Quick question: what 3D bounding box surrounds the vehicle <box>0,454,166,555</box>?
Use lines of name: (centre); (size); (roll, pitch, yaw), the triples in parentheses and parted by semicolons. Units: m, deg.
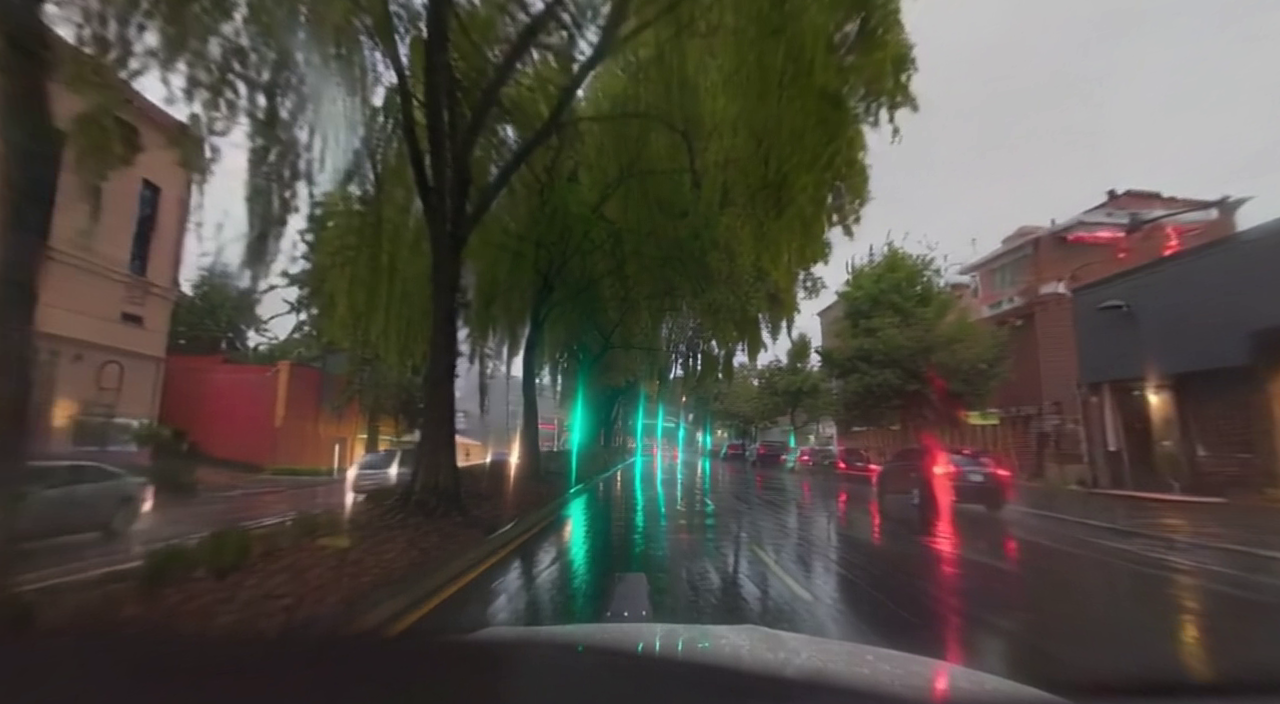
vehicle: (-10.768, 2.517, 10.642); (1.890, 1.482, 4.411); (-1, -8, 4)

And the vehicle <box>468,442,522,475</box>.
vehicle: (-8.285, 6.095, 36.379); (1.977, 1.714, 4.467); (0, -8, 1)

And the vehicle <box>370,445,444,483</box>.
vehicle: (-11.540, 5.546, 31.562); (1.910, 1.705, 4.399); (0, -8, 1)

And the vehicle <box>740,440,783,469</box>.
vehicle: (7.762, 6.572, 40.655); (1.891, 1.711, 4.173); (0, -8, -1)

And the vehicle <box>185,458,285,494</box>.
vehicle: (-19.782, 6.048, 30.928); (3.665, 1.559, 1.782); (2, -9, -16)

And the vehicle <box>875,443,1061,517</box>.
vehicle: (7.298, 2.848, 14.671); (1.874, 1.438, 4.466); (0, -8, -1)

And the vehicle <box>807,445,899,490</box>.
vehicle: (7.532, 4.083, 22.783); (1.881, 1.443, 4.576); (0, -8, 2)
